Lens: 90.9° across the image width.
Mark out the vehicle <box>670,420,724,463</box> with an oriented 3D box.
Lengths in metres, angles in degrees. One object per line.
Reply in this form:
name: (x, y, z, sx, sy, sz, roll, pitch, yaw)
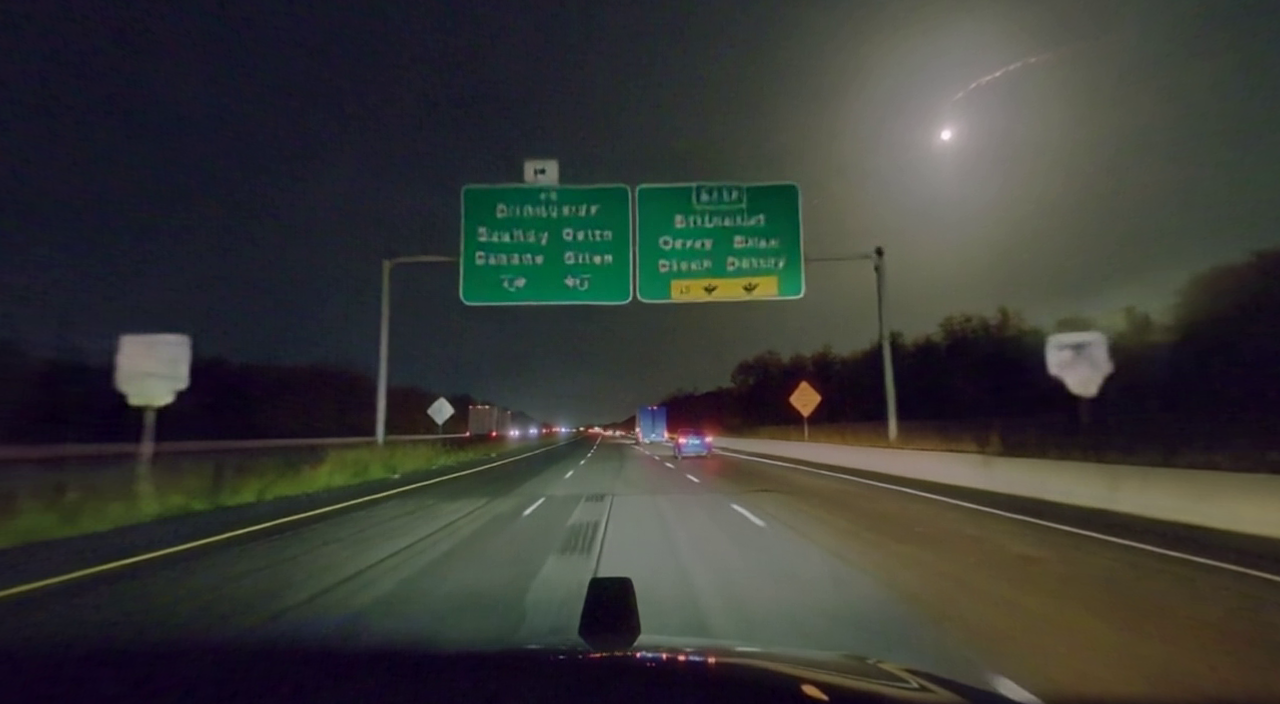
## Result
vehicle: (2.645, 4.289, 30.438, 2.076, 1.914, 4.287, 0, -8, -2)
